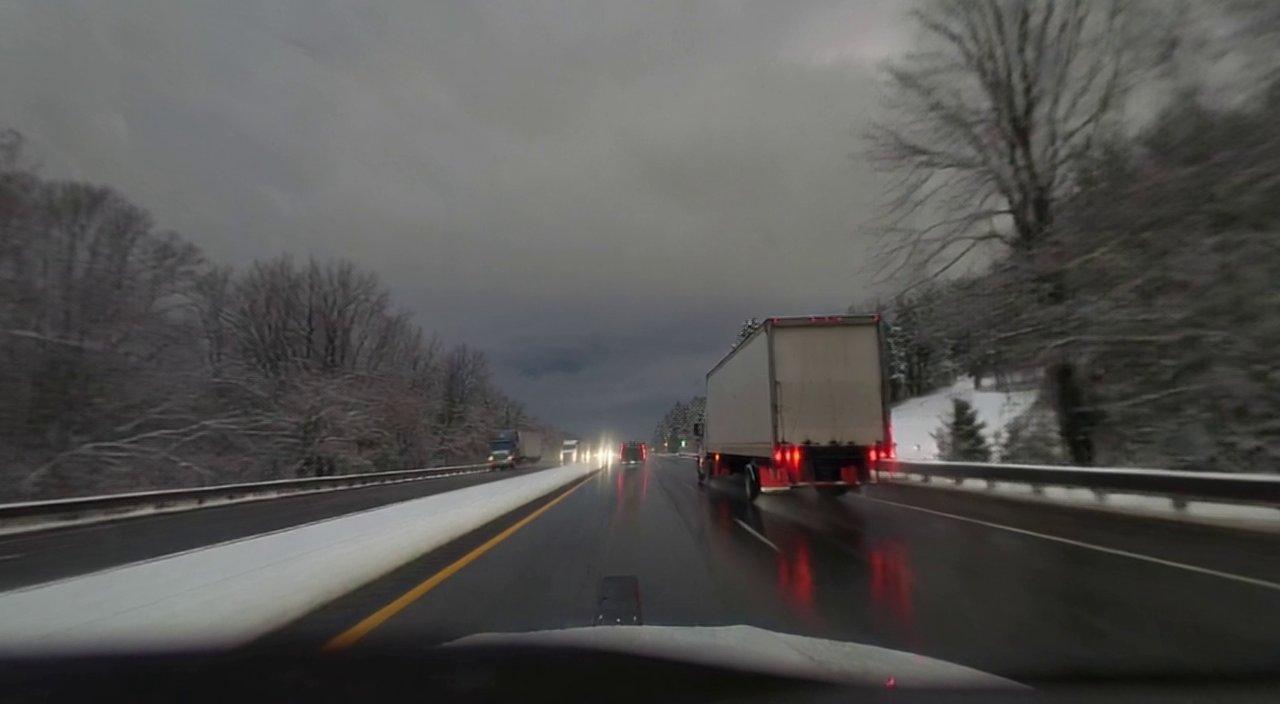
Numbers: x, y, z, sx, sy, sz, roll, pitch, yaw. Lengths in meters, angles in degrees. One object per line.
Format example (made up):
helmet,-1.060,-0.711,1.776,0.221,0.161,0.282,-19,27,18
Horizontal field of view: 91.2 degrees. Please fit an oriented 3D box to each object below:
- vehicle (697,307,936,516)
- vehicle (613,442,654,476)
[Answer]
vehicle,4.016,2.158,19.090,3.068,4.042,13.787,-1,-9,-1
vehicle,-0.378,5.915,34.896,2.151,1.693,4.201,0,-9,-1
